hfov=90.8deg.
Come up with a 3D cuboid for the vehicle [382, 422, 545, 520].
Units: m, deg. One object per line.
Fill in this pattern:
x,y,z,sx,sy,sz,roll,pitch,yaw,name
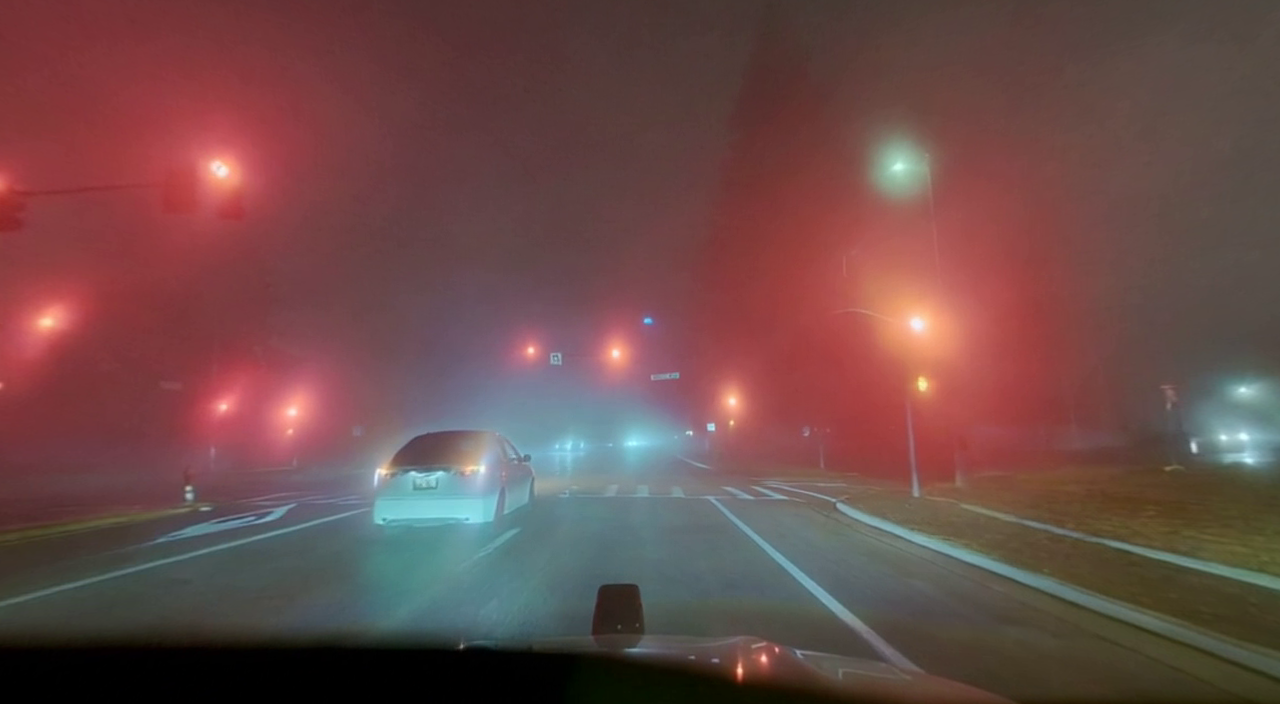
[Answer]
-3.254,2.305,12.754,2.076,1.599,4.483,0,-9,-1,vehicle
